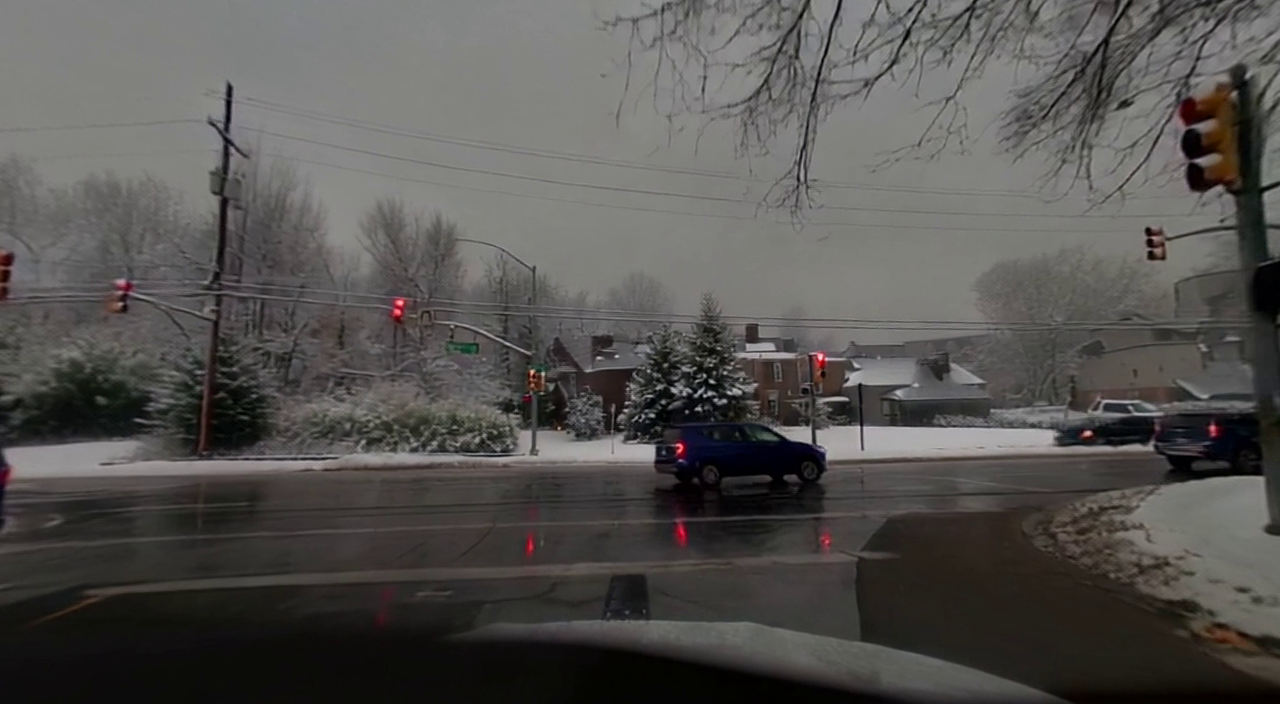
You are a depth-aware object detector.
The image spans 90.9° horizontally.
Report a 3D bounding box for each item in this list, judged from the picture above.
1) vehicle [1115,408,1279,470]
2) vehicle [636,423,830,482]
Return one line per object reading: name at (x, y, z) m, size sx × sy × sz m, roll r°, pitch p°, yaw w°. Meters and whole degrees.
vehicle at (16.802, 2.520, 18.258) m, size 4.636 × 1.668 × 1.935 m, roll 1°, pitch -9°, yaw -6°
vehicle at (2.361, 2.669, 16.775) m, size 4.757 × 1.442 × 1.858 m, roll 1°, pitch -9°, yaw -7°
